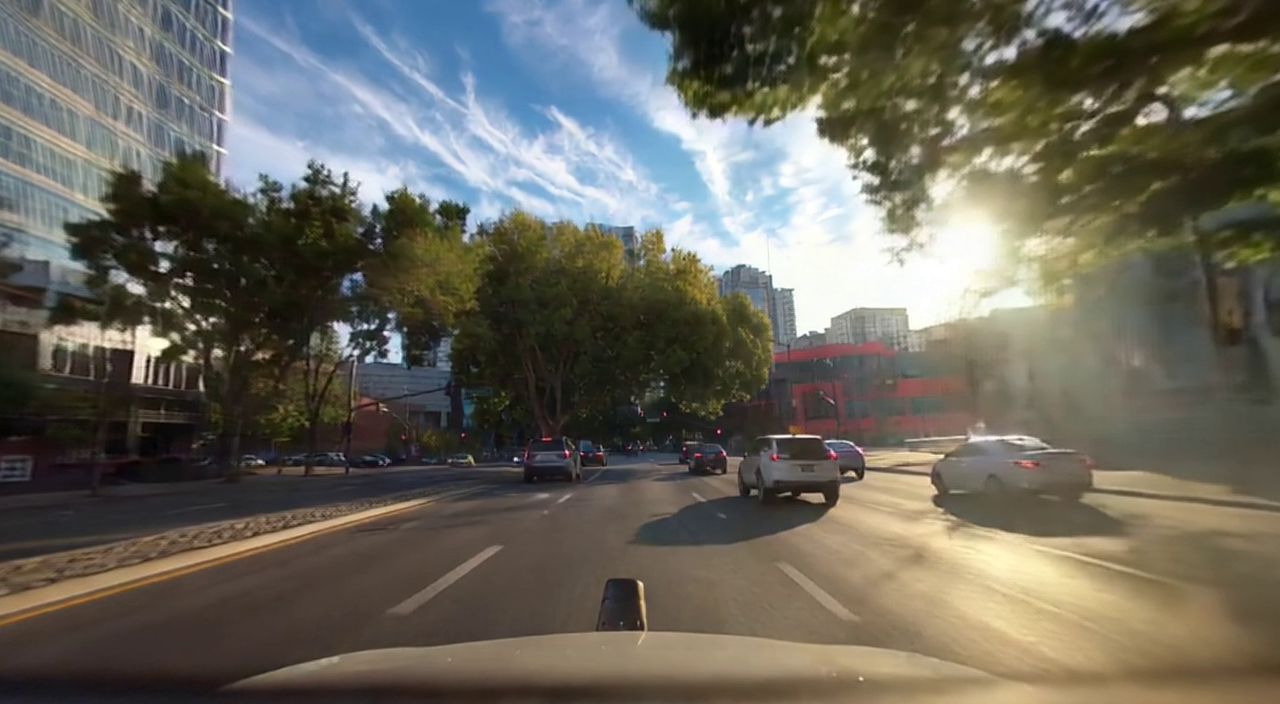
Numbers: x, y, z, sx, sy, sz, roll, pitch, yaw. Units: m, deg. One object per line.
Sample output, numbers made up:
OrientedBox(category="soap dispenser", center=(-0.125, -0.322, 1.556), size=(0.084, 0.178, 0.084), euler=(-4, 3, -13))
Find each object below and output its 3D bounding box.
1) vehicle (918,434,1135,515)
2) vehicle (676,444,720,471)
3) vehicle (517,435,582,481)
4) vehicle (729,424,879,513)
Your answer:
OrientedBox(category="vehicle", center=(8.429, 2.695, 14.461), size=(1.944, 1.503, 4.723), euler=(0, -8, 0))
OrientedBox(category="vehicle", center=(3.330, 6.147, 37.137), size=(2.054, 1.473, 4.511), euler=(0, -8, -2))
OrientedBox(category="vehicle", center=(-3.741, 4.472, 26.883), size=(2.155, 1.797, 3.989), euler=(-1, -8, 0))
OrientedBox(category="vehicle", center=(3.603, 2.679, 14.989), size=(2.152, 1.742, 4.704), euler=(0, -8, -2))
